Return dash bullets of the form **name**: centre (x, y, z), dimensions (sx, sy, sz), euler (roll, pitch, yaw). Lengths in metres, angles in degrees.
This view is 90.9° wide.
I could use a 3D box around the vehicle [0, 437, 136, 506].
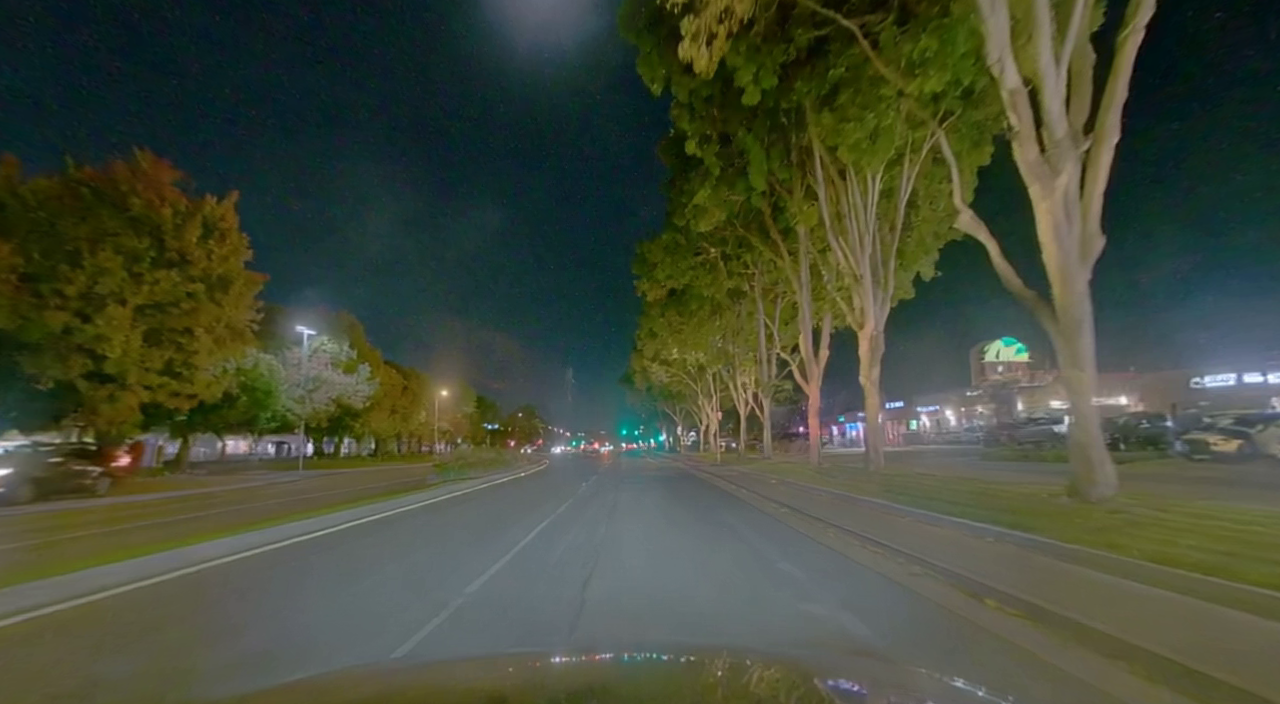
- **vehicle**: centre (-15.804, 3.000, 16.193), dimensions (1.964, 1.575, 4.630), euler (0, -8, -2)
